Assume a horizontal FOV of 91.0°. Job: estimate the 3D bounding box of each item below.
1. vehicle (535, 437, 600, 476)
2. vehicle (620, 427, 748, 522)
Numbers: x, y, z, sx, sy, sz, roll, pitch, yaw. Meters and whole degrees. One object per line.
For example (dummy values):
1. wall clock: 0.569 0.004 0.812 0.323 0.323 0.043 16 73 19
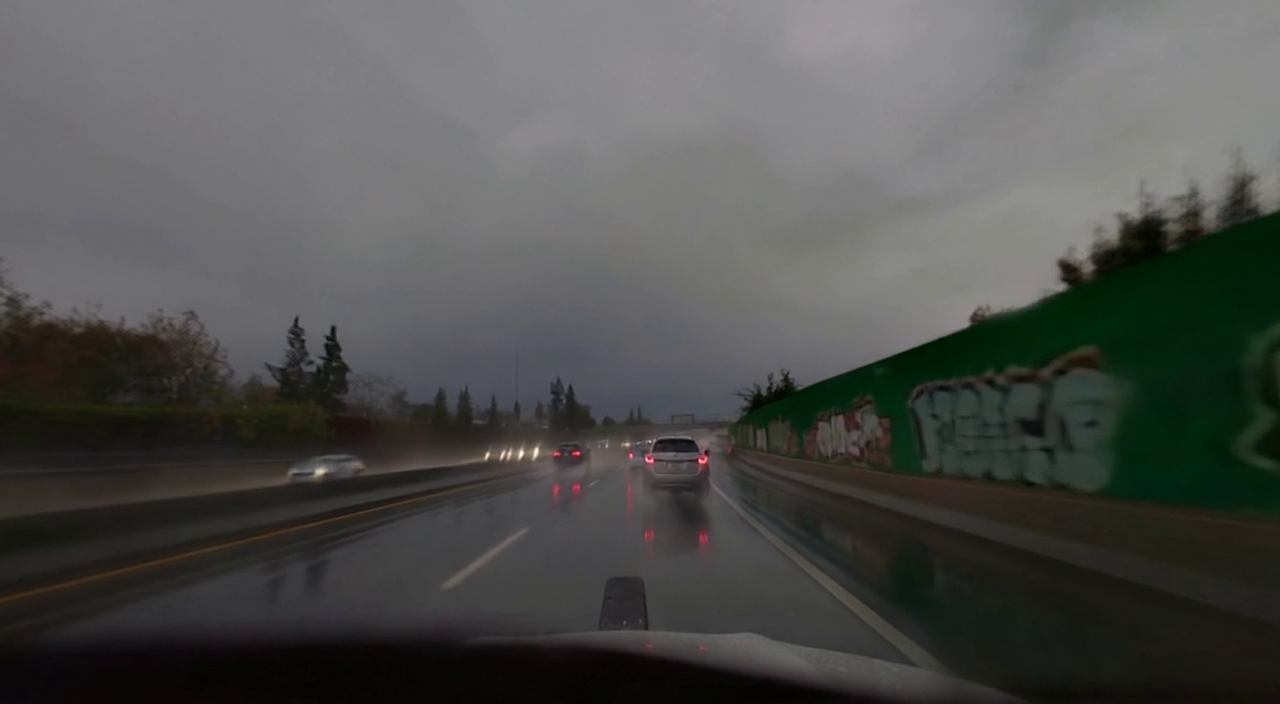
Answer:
1. vehicle: -2.937 4.356 26.481 2.059 1.471 4.152 0 -8 3
2. vehicle: 0.743 2.274 12.236 2.077 1.533 3.854 0 -8 1
